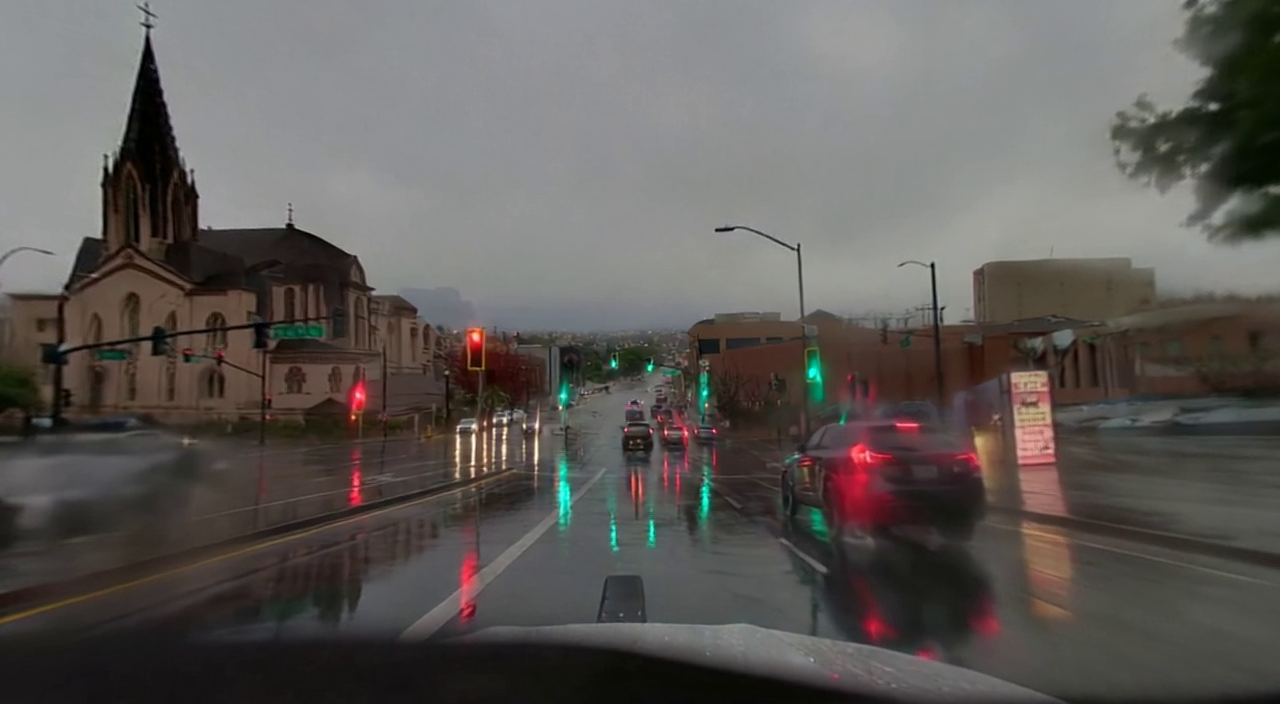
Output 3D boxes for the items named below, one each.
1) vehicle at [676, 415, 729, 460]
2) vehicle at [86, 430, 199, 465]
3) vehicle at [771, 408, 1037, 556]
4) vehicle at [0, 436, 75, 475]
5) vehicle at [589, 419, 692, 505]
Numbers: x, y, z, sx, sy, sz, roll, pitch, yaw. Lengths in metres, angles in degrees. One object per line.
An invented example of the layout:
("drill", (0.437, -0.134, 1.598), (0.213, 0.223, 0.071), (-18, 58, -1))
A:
("vehicle", (3.357, 4.664, 34.995), (2.228, 1.922, 5.335), (3, -3, -1))
("vehicle", (-30.070, 5.747, 38.286), (4.955, 1.828, 2.268), (0, -3, -2))
("vehicle", (3.640, 1.894, 9.912), (2.080, 1.735, 4.650), (0, -9, -1))
("vehicle", (-34.407, 5.671, 34.832), (4.551, 1.784, 2.121), (0, 0, -2))
("vehicle", (0.083, 2.622, 15.381), (2.168, 1.776, 4.135), (0, -8, 2))
